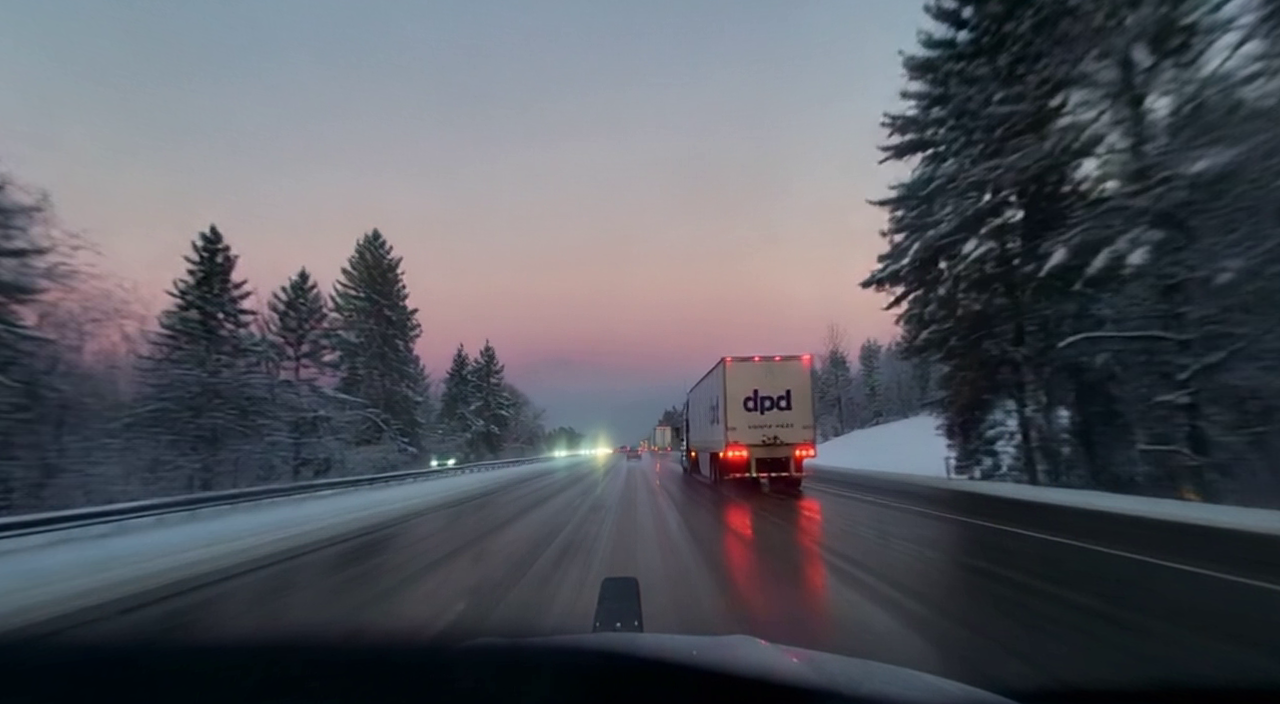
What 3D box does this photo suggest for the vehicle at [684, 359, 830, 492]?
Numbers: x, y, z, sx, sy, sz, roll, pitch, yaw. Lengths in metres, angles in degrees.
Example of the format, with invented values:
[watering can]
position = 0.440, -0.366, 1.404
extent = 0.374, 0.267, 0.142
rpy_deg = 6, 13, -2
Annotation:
[vehicle]
position = 4.005, 3.272, 25.968
extent = 2.973, 4.007, 14.076
rpy_deg = 0, -9, -1
